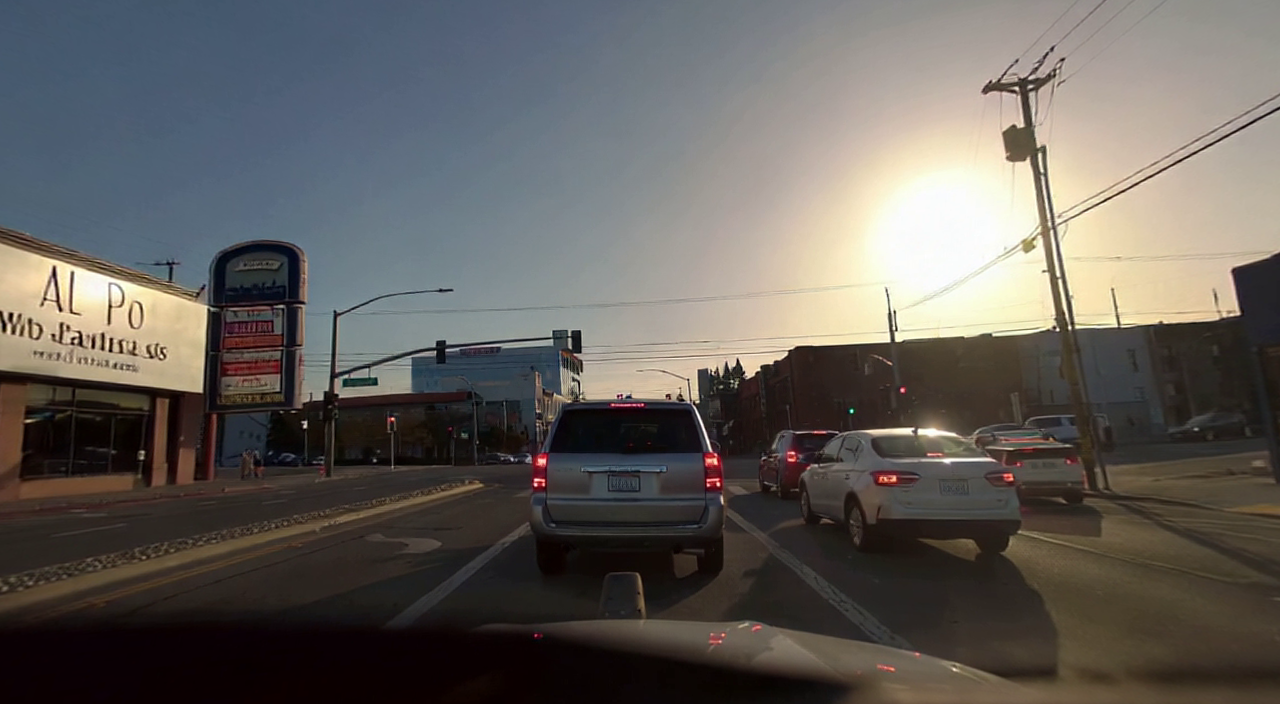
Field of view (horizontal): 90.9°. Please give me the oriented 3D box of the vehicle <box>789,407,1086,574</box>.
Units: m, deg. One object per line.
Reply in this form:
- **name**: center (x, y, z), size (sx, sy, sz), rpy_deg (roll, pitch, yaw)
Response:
- **vehicle**: center (3.617, 1.762, 8.796), size (2.036, 1.719, 4.318), rpy_deg (0, -8, 0)

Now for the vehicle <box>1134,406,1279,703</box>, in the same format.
- **vehicle**: center (3.364, 0.715, 0.770), size (1.884, 1.484, 4.609), rpy_deg (0, -8, 2)

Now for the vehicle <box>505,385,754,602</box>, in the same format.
- **vehicle**: center (-0.004, 1.537, 7.689), size (2.154, 1.861, 4.280), rpy_deg (0, -8, 3)

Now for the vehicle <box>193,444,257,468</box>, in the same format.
- **vehicle**: center (-27.439, 6.872, 41.862), size (1.693, 1.563, 3.716), rpy_deg (0, -8, 0)
